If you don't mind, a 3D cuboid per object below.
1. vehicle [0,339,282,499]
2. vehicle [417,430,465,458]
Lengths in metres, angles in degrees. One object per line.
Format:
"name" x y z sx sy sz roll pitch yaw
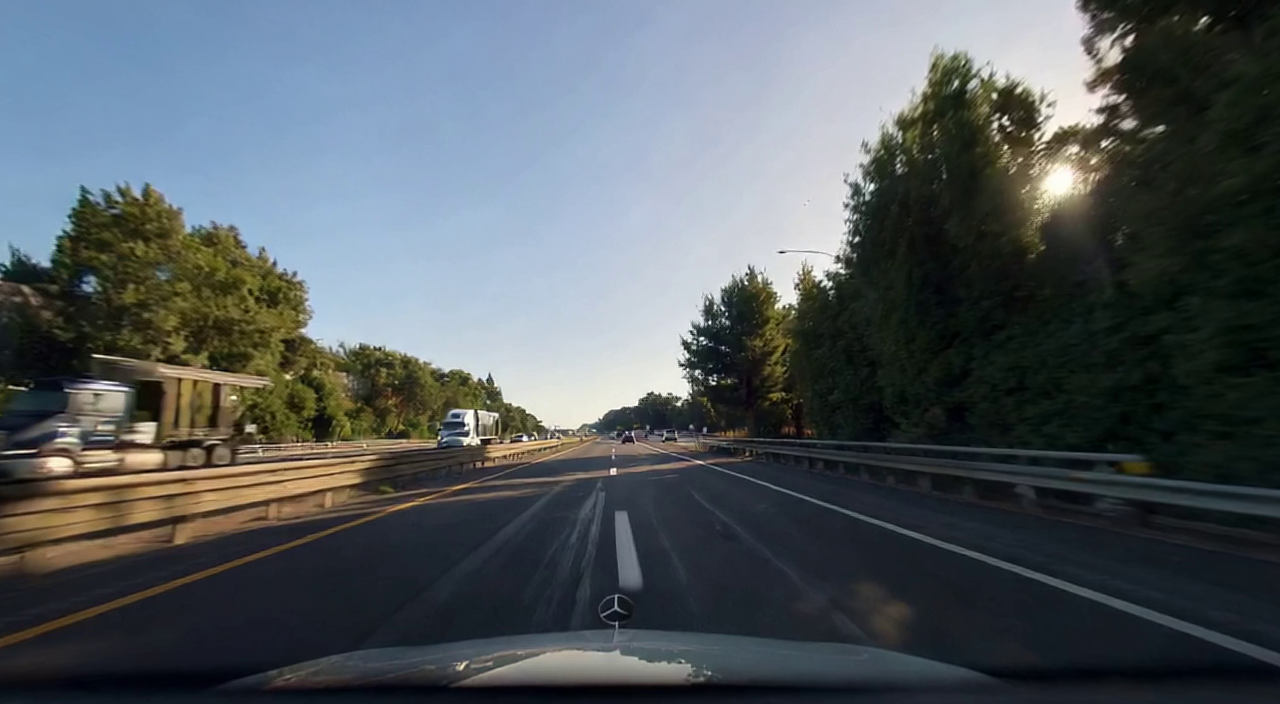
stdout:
"vehicle" -16.149 2.330 20.795 3.001 3.996 10.172 0 -8 -3
"vehicle" -12.912 5.991 41.141 1.913 1.675 4.147 0 -8 -2
